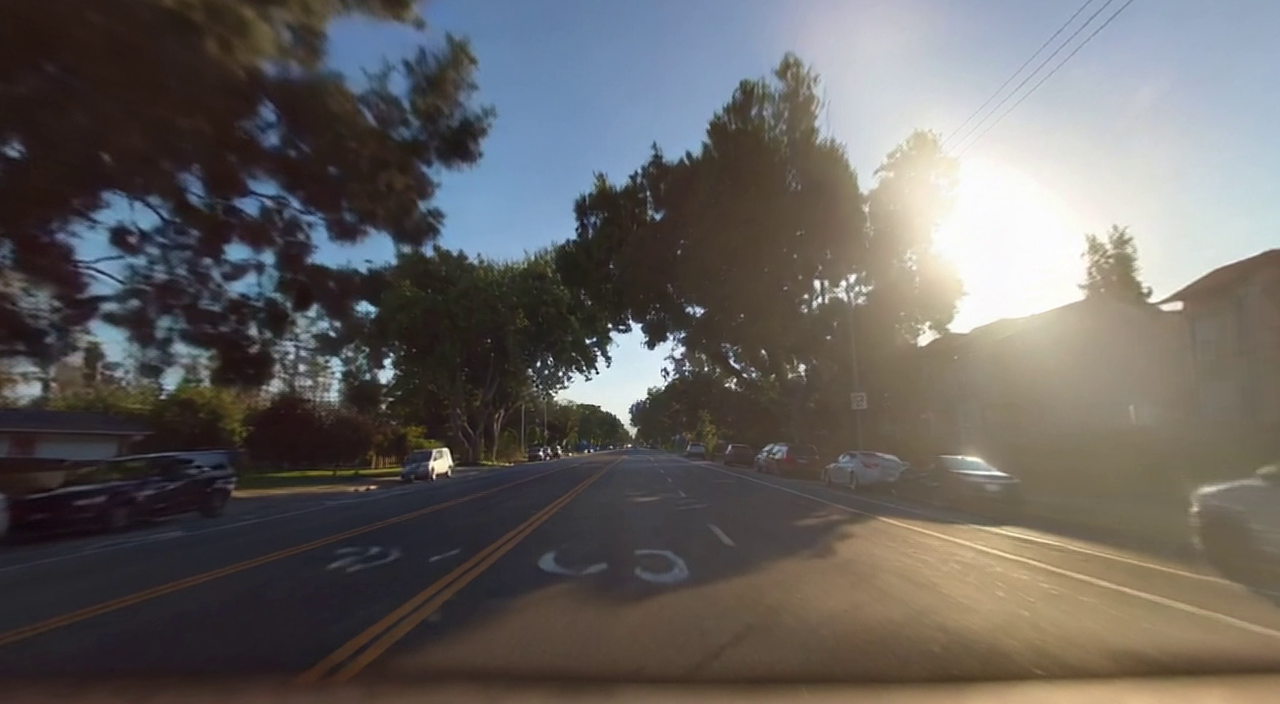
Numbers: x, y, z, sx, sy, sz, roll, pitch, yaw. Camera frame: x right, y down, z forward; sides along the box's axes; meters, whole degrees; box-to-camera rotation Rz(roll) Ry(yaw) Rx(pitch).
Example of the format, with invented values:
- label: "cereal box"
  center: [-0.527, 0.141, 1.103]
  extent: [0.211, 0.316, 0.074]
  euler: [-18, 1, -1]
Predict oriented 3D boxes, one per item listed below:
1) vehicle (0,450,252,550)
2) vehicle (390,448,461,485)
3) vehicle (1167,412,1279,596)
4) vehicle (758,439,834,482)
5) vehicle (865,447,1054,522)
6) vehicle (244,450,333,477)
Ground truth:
- label: "vehicle"
  center: [-10.553, 2.943, 13.258]
  extent: [1.974, 1.682, 4.339]
  euler: [-2, -9, 1]
- label: "vehicle"
  center: [-10.877, 5.824, 32.426]
  extent: [2.048, 1.692, 4.635]
  euler: [-2, -9, 0]
- label: "vehicle"
  center: [7.340, 1.293, 4.849]
  extent: [2.064, 1.802, 5.293]
  euler: [0, -9, 1]
- label: "vehicle"
  center: [7.021, 4.926, 29.110]
  extent: [2.087, 1.762, 5.493]
  euler: [0, -9, 0]
- label: "vehicle"
  center: [7.286, 3.030, 15.128]
  extent: [1.982, 1.479, 4.687]
  euler: [0, -9, -1]
- label: "vehicle"
  center: [-20.536, 6.531, 37.035]
  extent: [4.055, 1.511, 1.898]
  euler: [0, -9, -4]
